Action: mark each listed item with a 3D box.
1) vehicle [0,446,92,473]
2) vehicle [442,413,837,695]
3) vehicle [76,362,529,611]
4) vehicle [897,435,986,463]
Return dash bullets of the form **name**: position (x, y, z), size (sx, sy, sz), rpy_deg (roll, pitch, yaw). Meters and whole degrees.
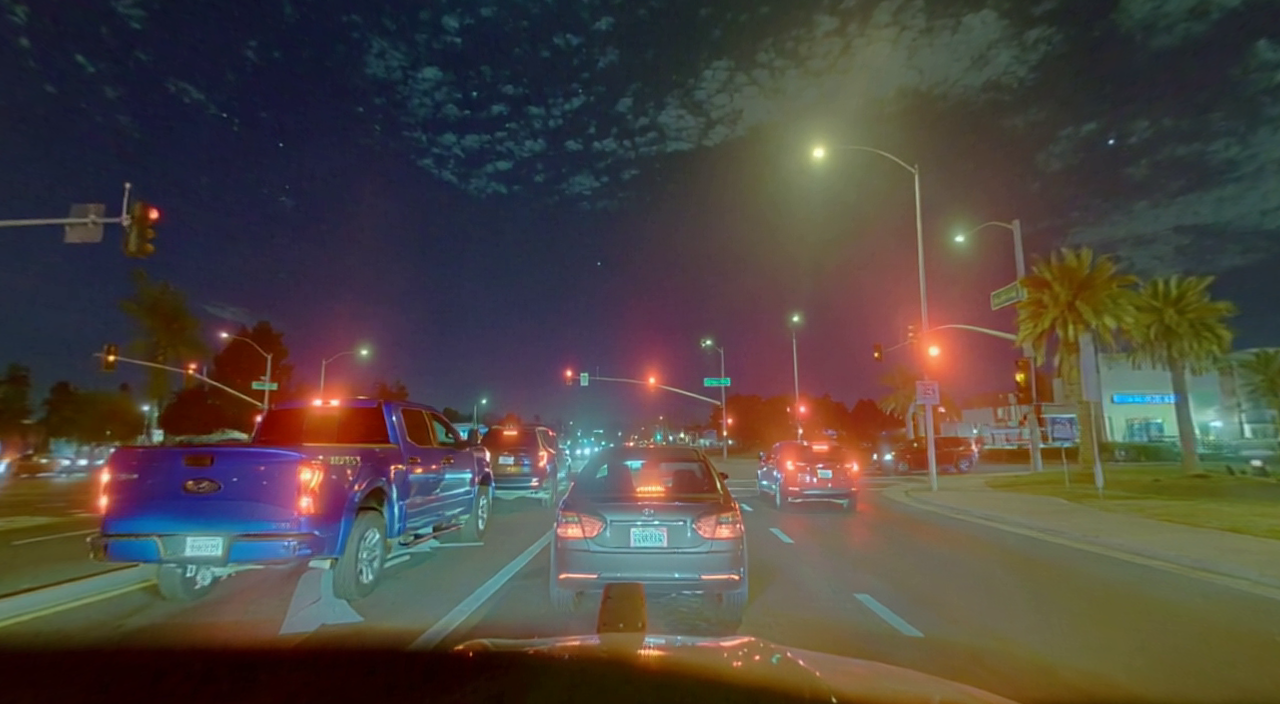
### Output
- **vehicle**: position (-37.103, 6.640, 38.863), size (4.576, 1.617, 1.937), rpy_deg (0, -8, 2)
- **vehicle**: position (0.032, 1.397, 5.534), size (2.122, 1.501, 4.152), rpy_deg (0, -8, 1)
- **vehicle**: position (-3.228, 1.481, 7.914), size (2.330, 1.969, 5.626), rpy_deg (-1, -8, 3)
- **vehicle**: position (18.808, 6.071, 39.303), size (4.466, 1.717, 1.963), rpy_deg (0, -9, 2)
